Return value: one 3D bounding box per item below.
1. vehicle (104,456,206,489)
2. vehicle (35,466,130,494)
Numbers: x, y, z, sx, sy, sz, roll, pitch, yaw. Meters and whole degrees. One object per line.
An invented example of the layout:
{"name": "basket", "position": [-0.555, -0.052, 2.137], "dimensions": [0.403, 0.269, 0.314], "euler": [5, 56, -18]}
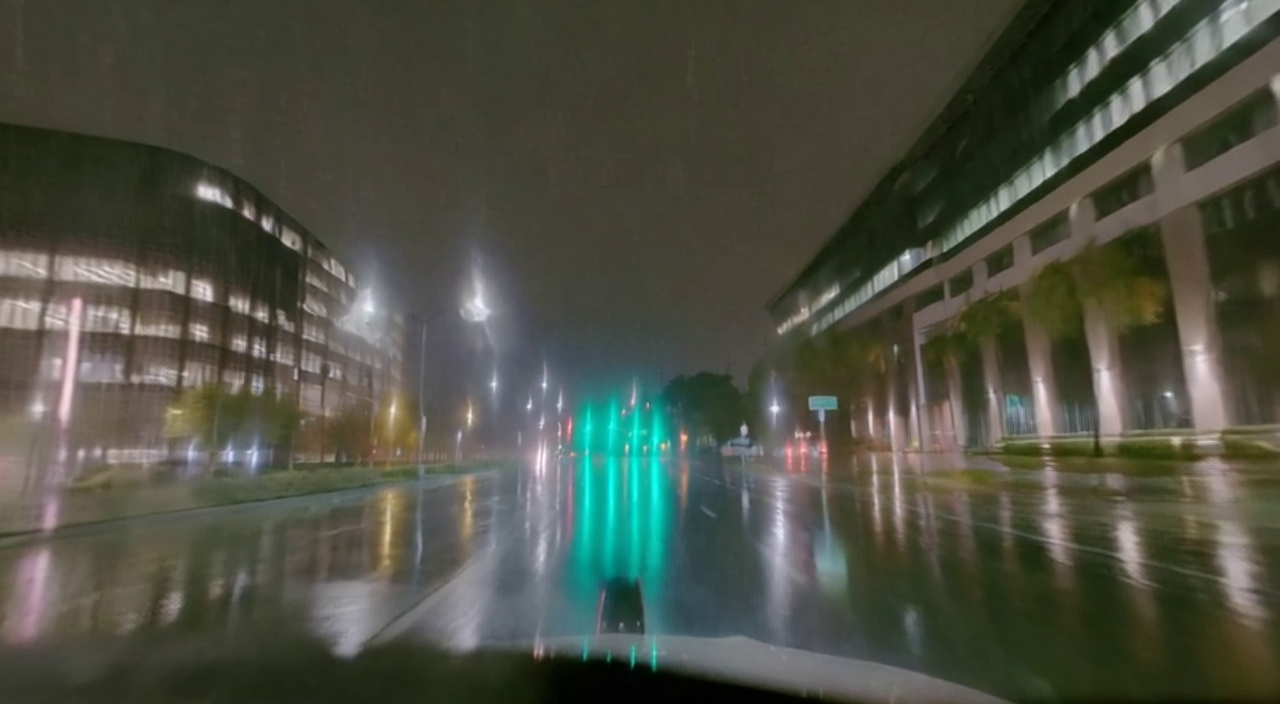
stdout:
{"name": "vehicle", "position": [-33.672, 8.321, 44.160], "dimensions": [2.483, 2.000, 6.110], "euler": [0, -8, -2]}
{"name": "vehicle", "position": [-33.537, 7.691, 38.211], "dimensions": [1.868, 1.467, 4.423], "euler": [0, -8, -3]}
